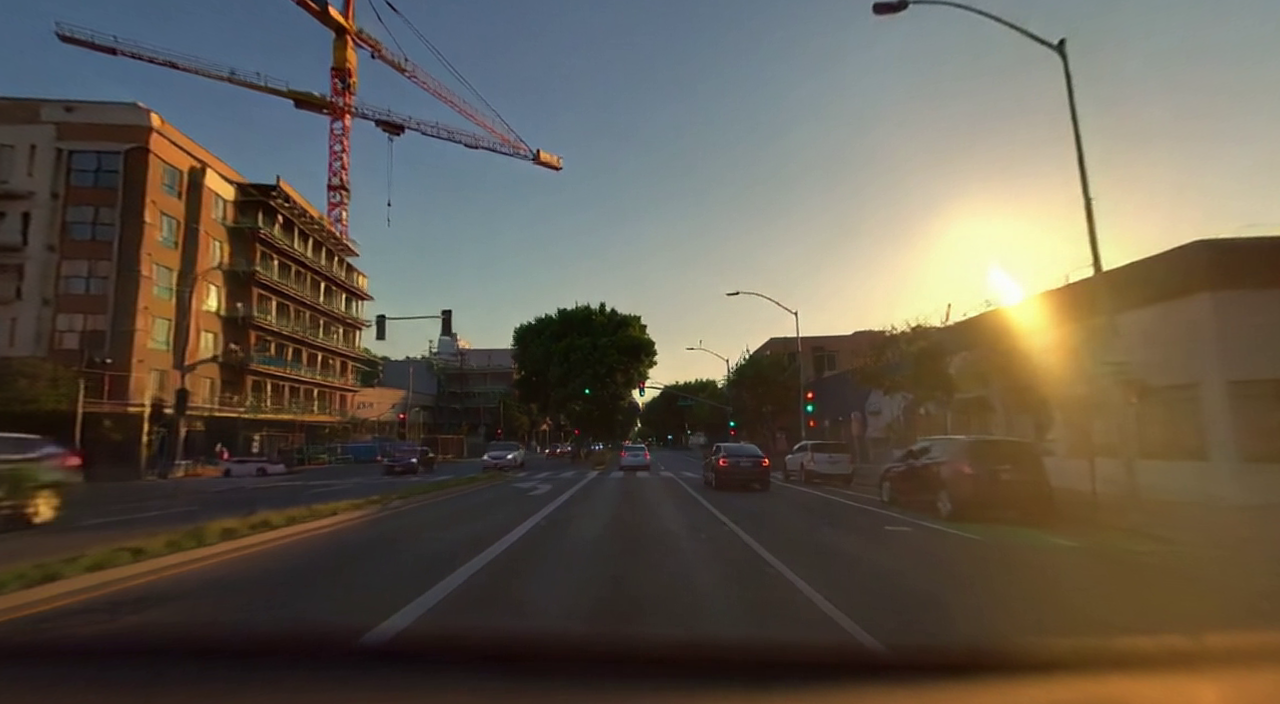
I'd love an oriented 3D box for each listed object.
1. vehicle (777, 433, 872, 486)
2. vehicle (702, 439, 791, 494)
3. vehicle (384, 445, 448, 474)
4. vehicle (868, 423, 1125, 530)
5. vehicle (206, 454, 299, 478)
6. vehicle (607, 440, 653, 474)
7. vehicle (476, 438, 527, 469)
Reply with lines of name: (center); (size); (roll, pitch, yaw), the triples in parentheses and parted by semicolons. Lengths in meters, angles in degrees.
vehicle: (7.148, 4.240, 25.237); (2.125, 1.838, 5.555); (0, -9, 0)
vehicle: (3.105, 3.413, 19.232); (1.910, 1.474, 4.003); (0, -9, -1)
vehicle: (-12.620, 6.064, 35.864); (1.943, 1.473, 4.463); (0, -9, 0)
vehicle: (7.328, 2.621, 13.996); (2.317, 1.852, 5.530); (0, -9, -2)
vehicle: (-24.406, 7.172, 39.911); (4.575, 1.414, 1.895); (0, -9, -5)
vehicle: (-0.466, 4.938, 29.782); (2.006, 1.487, 3.535); (0, -9, -1)
vehicle: (-8.479, 6.246, 39.063); (2.115, 1.723, 4.698); (0, -9, 0)
